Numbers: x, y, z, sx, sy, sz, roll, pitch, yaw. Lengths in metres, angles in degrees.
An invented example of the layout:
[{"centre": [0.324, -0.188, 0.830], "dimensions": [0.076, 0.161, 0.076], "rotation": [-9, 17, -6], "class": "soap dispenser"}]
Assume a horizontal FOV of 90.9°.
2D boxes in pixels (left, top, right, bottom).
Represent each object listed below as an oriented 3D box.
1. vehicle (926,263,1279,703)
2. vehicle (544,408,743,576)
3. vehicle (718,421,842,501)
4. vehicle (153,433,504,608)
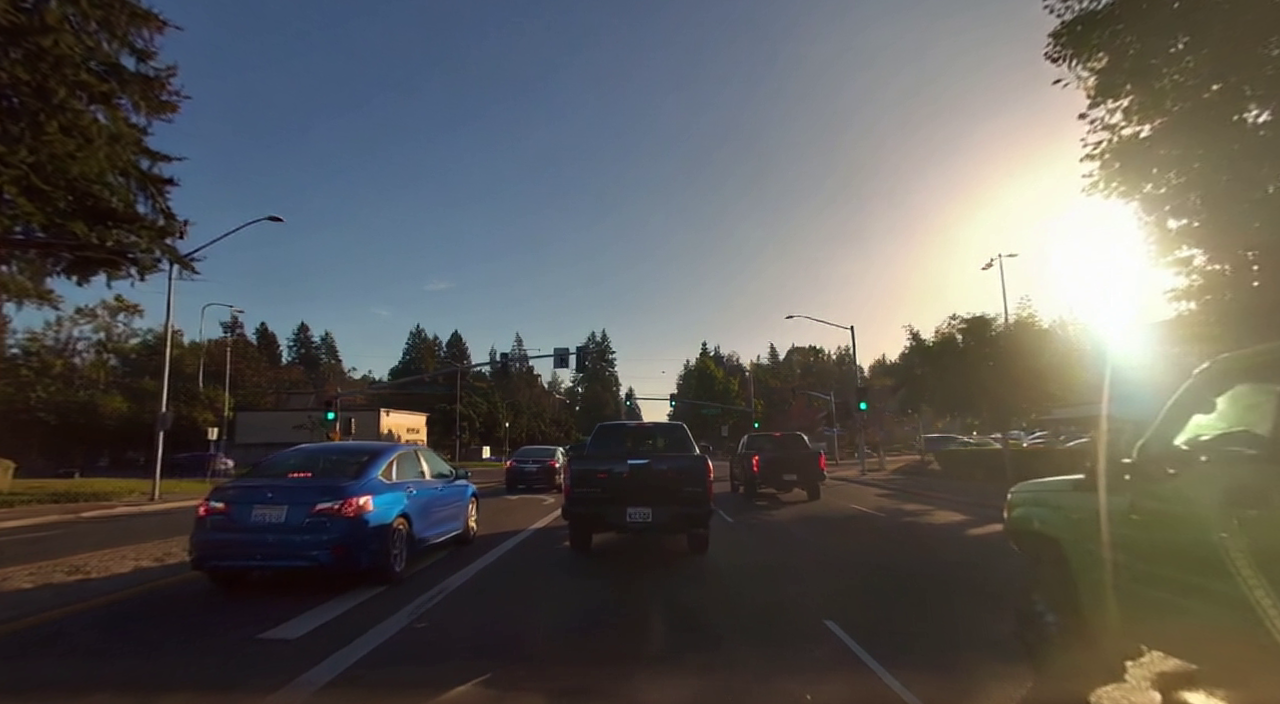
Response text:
[{"centre": [3.329, 0.585, 1.530], "dimensions": [2.571, 1.857, 5.841], "rotation": [0, -8, 0], "class": "vehicle"}, {"centre": [0.063, 1.781, 8.748], "dimensions": [2.113, 1.768, 3.901], "rotation": [0, -8, 1], "class": "vehicle"}, {"centre": [3.716, 3.032, 17.942], "dimensions": [2.408, 1.908, 5.355], "rotation": [0, -8, 1], "class": "vehicle"}, {"centre": [-3.181, 1.798, 7.819], "dimensions": [1.909, 1.476, 4.751], "rotation": [0, -8, 0], "class": "vehicle"}]
